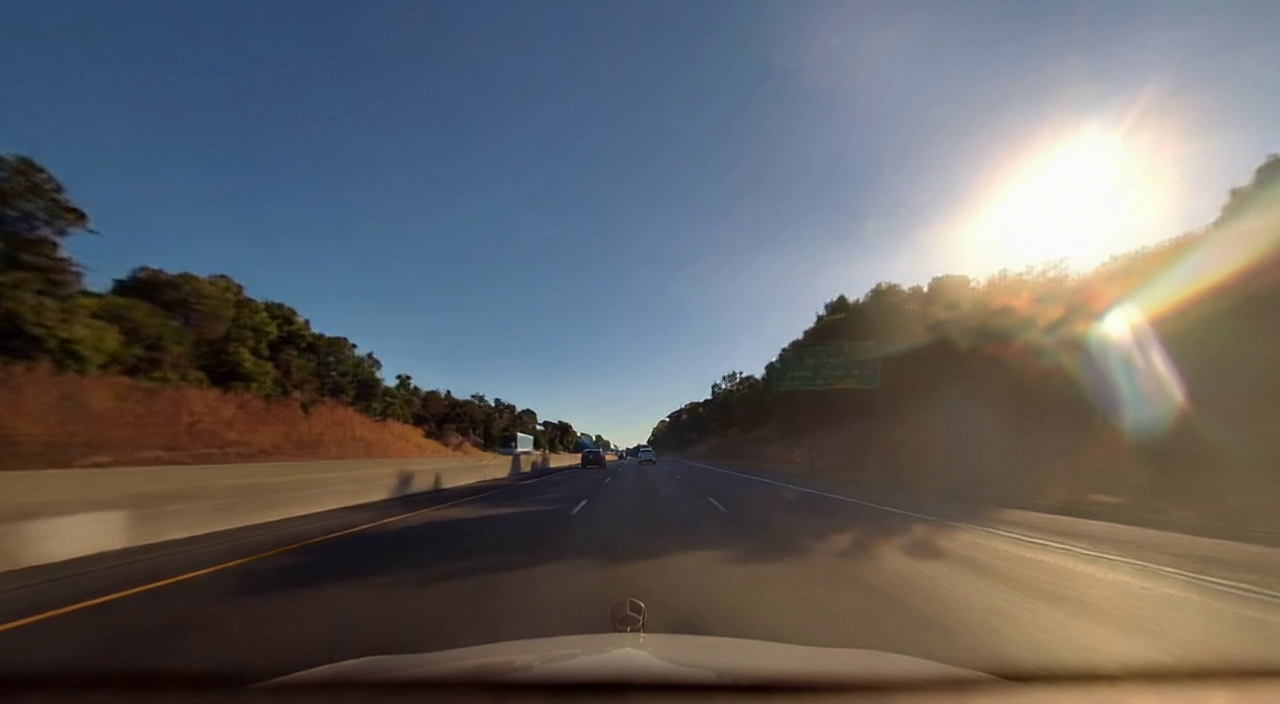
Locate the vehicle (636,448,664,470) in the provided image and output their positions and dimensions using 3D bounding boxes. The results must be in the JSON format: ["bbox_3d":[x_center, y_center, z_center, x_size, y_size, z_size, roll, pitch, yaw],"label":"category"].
[{"bbox_3d":[0.750,8.073,47.658,2.036,1.519,4.225,0,-9,0],"label":"vehicle"}]

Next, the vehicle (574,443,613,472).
[{"bbox_3d":[-2.972,6.844,40.937,2.143,1.770,4.283,0,-9,1],"label":"vehicle"}]
